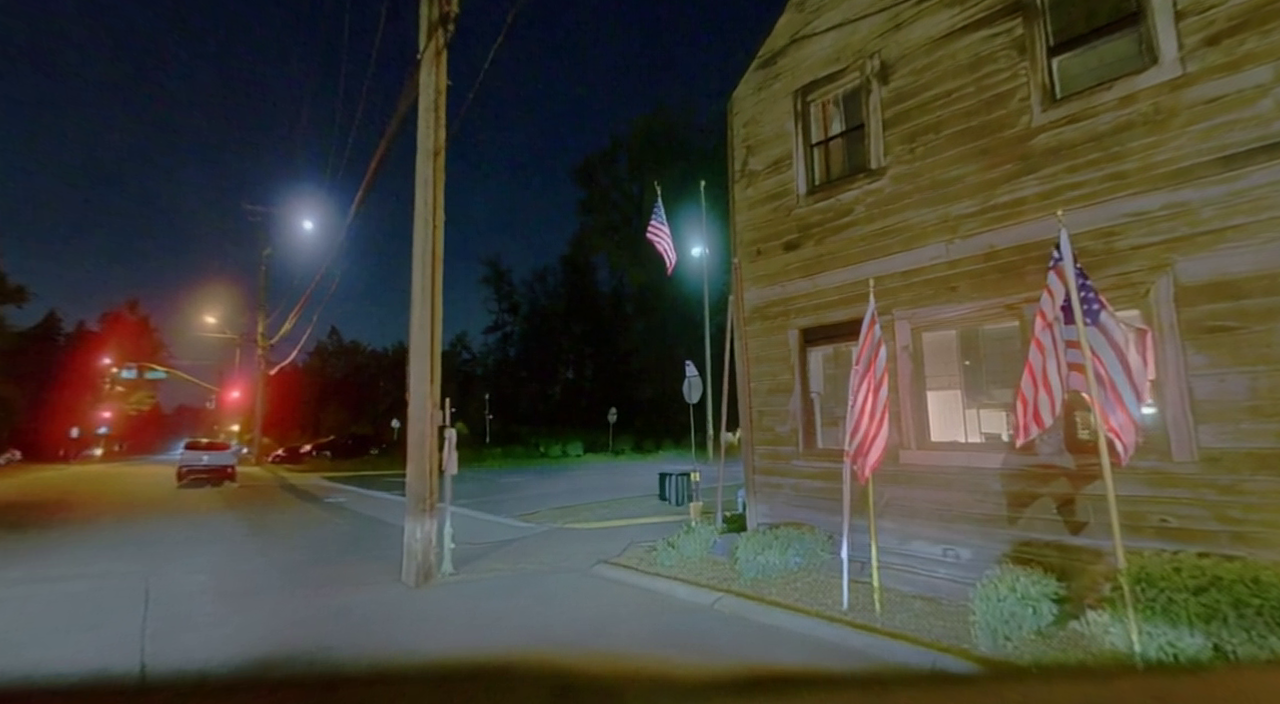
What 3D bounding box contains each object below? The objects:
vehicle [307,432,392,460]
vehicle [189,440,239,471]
[{"bbox_3d":[-19.176,6.178,41.732,4.767,1.735,1.920,5,-11,-34],"label":"vehicle"},{"bbox_3d":[-22.267,5.404,33.070,1.941,1.460,4.206,5,-11,-33],"label":"vehicle"}]
